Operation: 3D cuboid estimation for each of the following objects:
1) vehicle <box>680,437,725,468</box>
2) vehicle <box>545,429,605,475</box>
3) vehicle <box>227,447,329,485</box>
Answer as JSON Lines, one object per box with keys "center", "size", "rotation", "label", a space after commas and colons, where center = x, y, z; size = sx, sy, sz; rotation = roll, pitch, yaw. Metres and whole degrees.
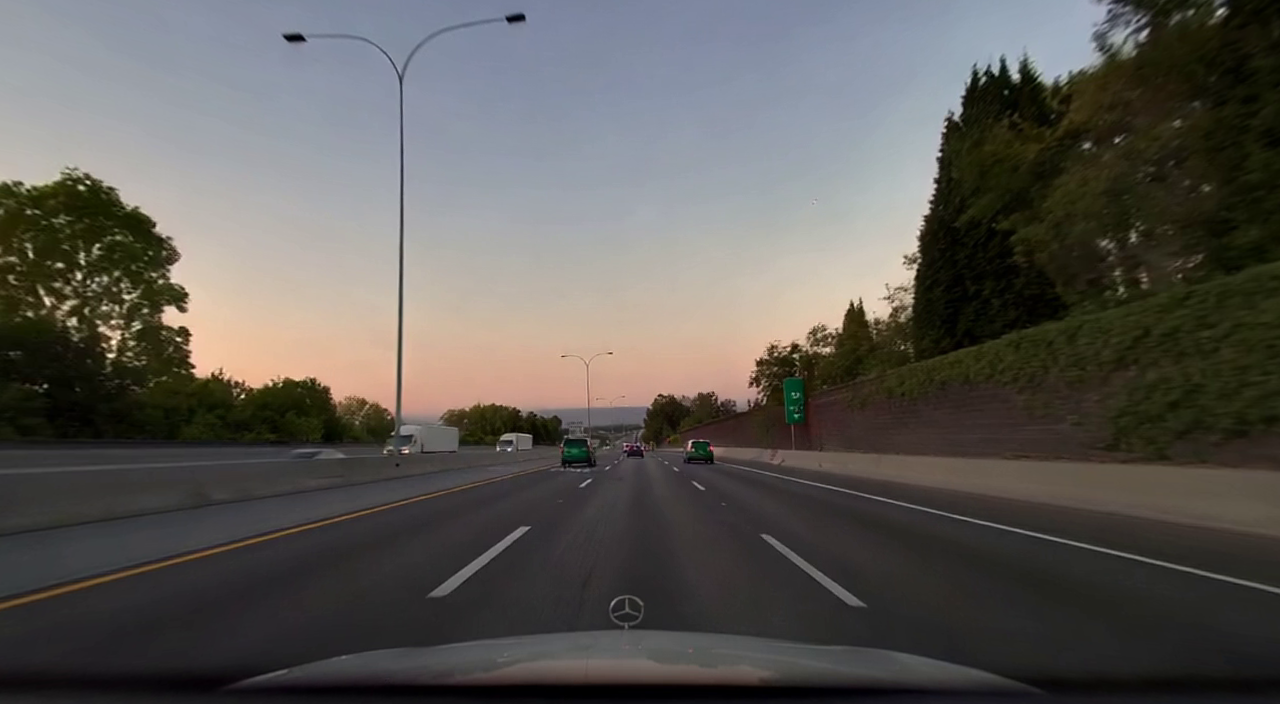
{"center": [3.557, 5.807, 36.470], "size": [2.202, 1.682, 4.188], "rotation": [0, -8, 0], "label": "vehicle"}
{"center": [-3.088, 4.878, 30.849], "size": [2.291, 2.052, 4.887], "rotation": [0, -9, 1], "label": "vehicle"}
{"center": [-16.555, 5.205, 28.987], "size": [1.945, 1.581, 4.530], "rotation": [0, -9, 1], "label": "vehicle"}
